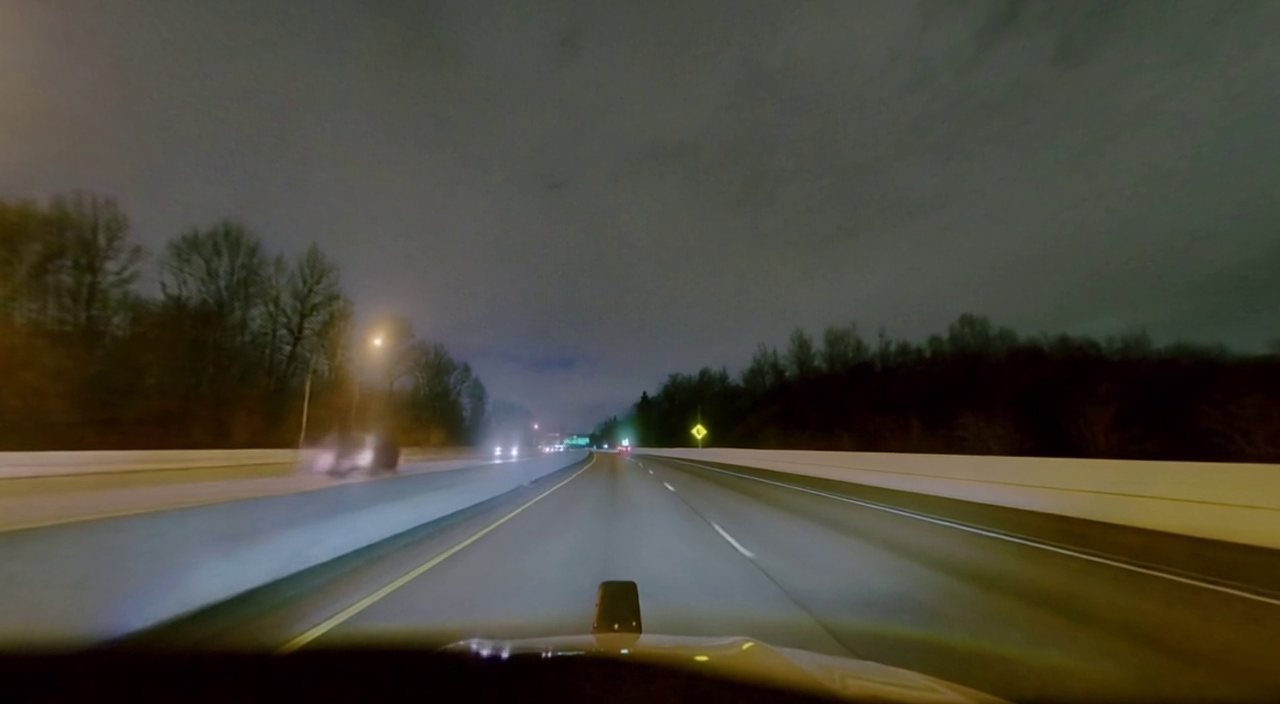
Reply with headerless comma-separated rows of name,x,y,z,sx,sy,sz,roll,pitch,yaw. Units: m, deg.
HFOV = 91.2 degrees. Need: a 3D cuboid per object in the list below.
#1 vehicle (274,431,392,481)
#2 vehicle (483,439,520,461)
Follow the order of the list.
vehicle,-10.008,3.429,20.844,1.917,1.499,4.022,0,-9,-1
vehicle,-10.362,7.379,47.224,1.931,1.553,4.205,0,-9,-2
